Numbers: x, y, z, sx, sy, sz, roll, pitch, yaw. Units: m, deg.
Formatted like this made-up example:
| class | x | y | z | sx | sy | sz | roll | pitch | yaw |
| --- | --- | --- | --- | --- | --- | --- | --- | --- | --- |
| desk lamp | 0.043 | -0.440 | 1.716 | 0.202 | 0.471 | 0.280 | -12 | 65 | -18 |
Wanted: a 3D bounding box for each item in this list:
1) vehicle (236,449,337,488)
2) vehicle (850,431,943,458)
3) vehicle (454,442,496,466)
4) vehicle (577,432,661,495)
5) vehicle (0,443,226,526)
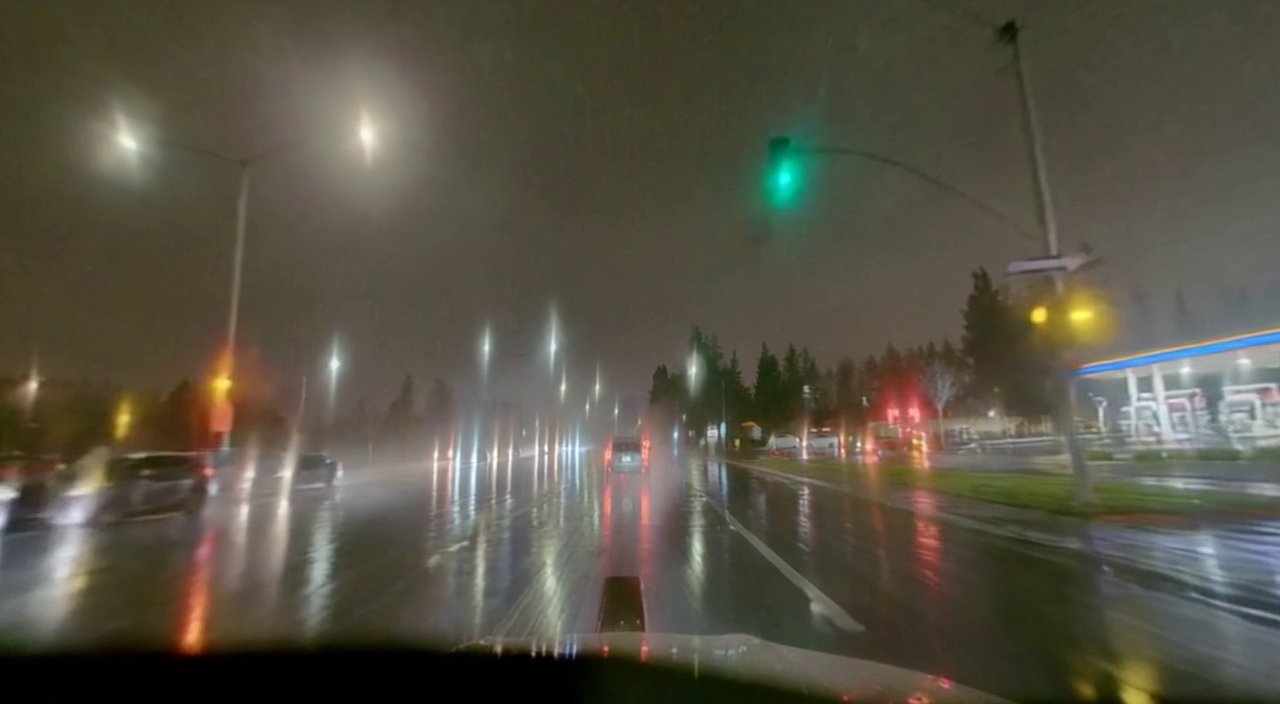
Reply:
| class | x | y | z | sx | sy | sz | roll | pitch | yaw |
| --- | --- | --- | --- | --- | --- | --- | --- | --- | --- |
| vehicle | -15.724 | 5.163 | 28.337 | 1.885 | 1.561 | 4.473 | 0 | -8 | 1 |
| vehicle | 15.751 | 5.695 | 38.836 | 4.812 | 1.549 | 2.015 | -1 | -9 | -1 |
| vehicle | -12.521 | 7.740 | 47.957 | 1.943 | 1.668 | 4.331 | 0 | -8 | 1 |
| vehicle | -0.512 | 3.029 | 17.519 | 2.062 | 1.519 | 4.214 | 0 | -8 | 0 |
| vehicle | -12.340 | 3.005 | 14.963 | 1.994 | 1.647 | 4.331 | 0 | -8 | 0 |
